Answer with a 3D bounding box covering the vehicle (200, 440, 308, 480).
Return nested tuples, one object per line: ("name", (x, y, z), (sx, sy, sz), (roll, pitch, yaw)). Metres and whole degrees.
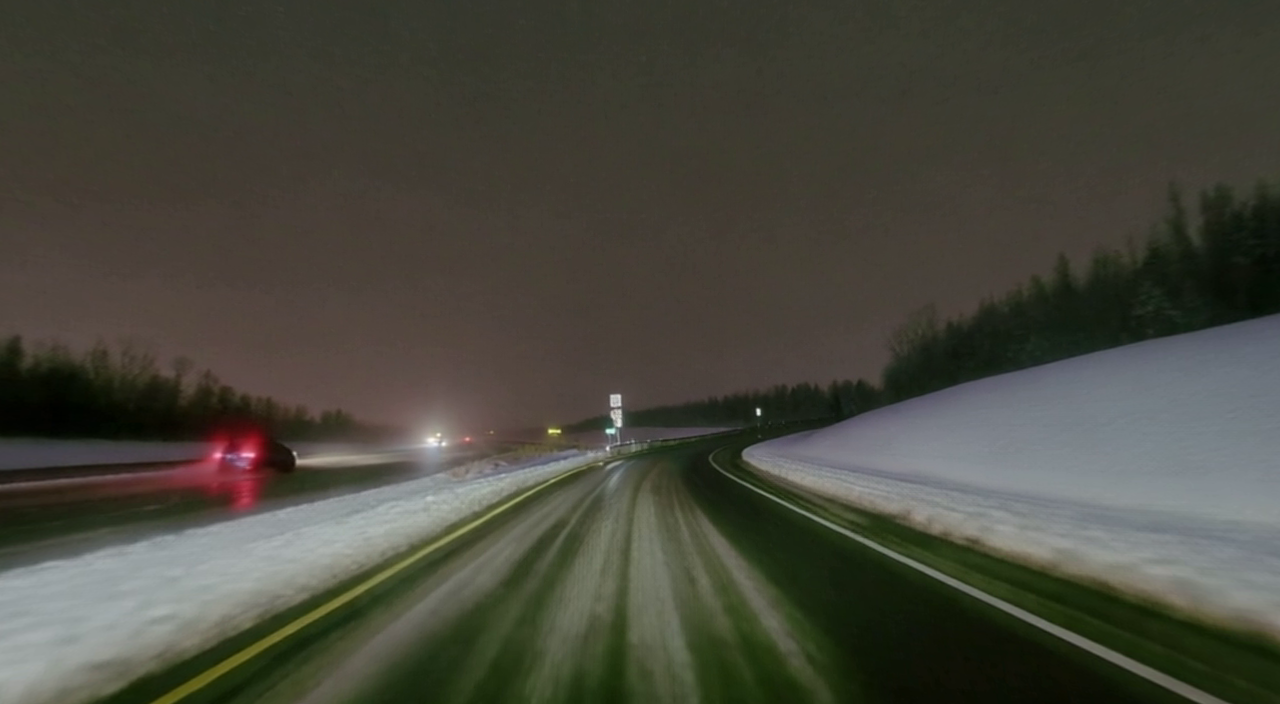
("vehicle", (-15.548, 4.333, 25.609), (1.895, 1.451, 4.168), (0, -8, -2))
